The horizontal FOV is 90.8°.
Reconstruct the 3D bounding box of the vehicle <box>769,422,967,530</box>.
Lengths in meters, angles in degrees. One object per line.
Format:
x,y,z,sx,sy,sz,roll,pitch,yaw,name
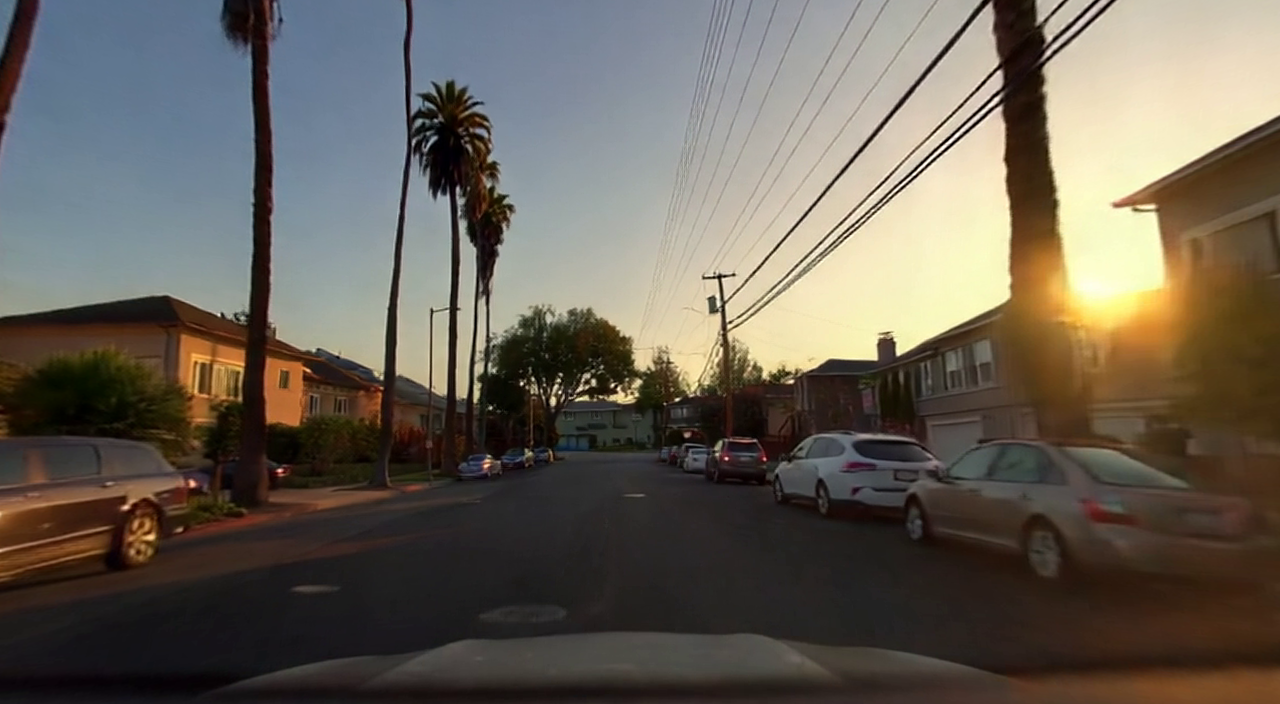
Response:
4.244,2.384,12.779,1.922,1.761,4.633,1,-9,-5,vehicle

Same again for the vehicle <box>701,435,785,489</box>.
3.751,4.105,23.981,2.115,1.826,4.871,0,-8,-3,vehicle

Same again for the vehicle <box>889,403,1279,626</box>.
4.608,1.552,7.017,1.894,1.675,4.294,0,-8,0,vehicle

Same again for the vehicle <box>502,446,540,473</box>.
-9.203,8.344,49.206,2.077,1.888,4.551,-2,-8,0,vehicle

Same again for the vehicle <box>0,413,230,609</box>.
-7.614,1.727,7.197,2.300,1.943,5.744,0,-8,-4,vehicle

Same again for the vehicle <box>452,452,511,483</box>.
-8.464,6.170,34.160,2.013,1.483,4.645,0,-8,-1,vehicle
